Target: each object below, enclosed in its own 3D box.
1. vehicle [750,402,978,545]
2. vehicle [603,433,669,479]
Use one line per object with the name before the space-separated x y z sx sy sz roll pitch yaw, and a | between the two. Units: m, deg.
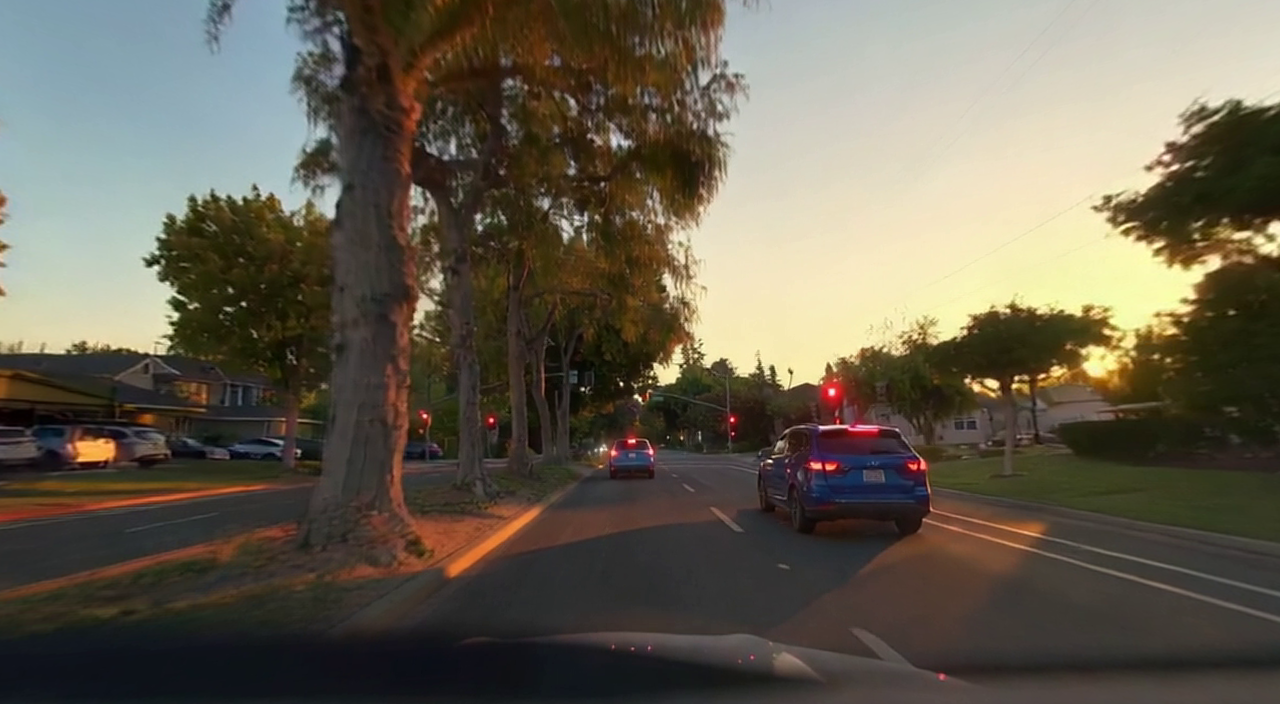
vehicle | 3.172 1.838 10.114 2.046 1.768 4.370 0 -8 0
vehicle | -0.143 3.771 23.163 2.177 1.512 4.682 0 -8 0
